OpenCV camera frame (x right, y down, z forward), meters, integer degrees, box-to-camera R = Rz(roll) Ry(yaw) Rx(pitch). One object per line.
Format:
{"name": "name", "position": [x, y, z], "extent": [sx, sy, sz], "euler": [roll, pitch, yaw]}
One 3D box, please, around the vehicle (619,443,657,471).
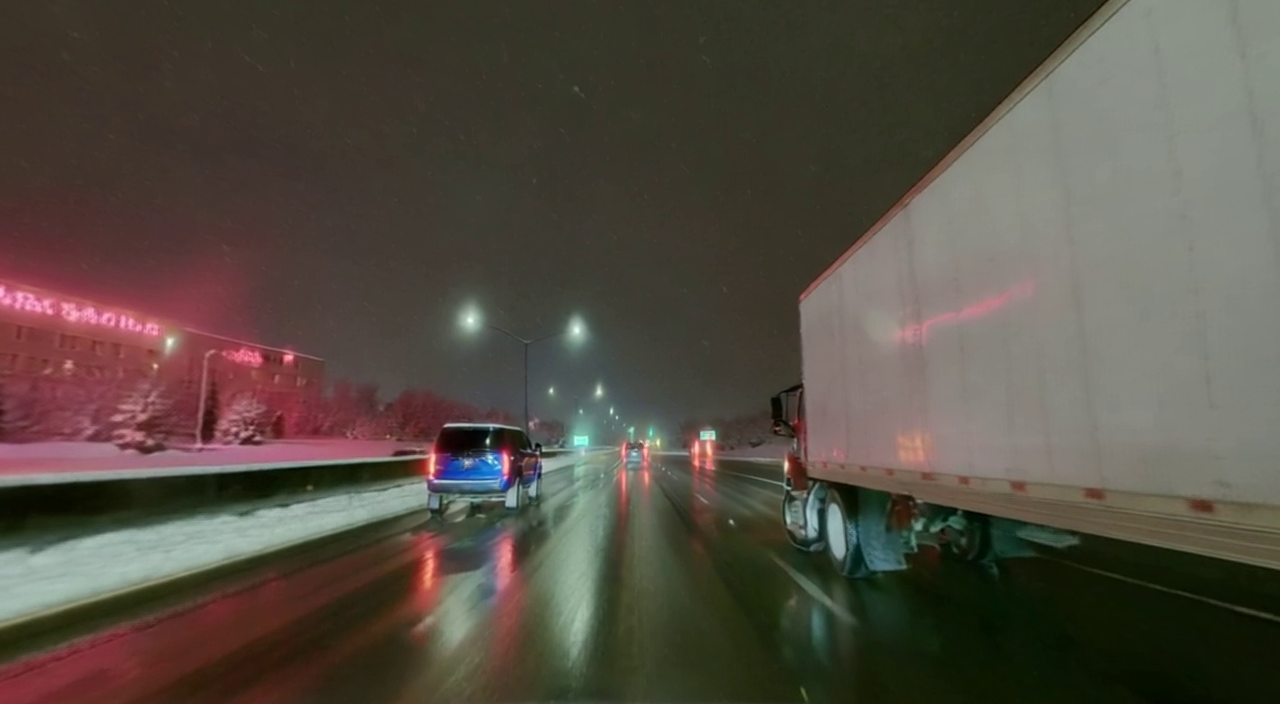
{"name": "vehicle", "position": [-0.122, 5.694, 34.495], "extent": [1.929, 1.395, 3.999], "euler": [0, -8, -1]}

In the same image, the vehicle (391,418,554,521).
{"name": "vehicle", "position": [-3.312, 2.436, 13.654], "extent": [2.229, 1.806, 4.698], "euler": [0, -8, 0]}

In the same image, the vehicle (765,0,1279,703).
{"name": "vehicle", "position": [3.365, 0.215, 3.626], "extent": [2.934, 3.325, 10.986], "euler": [0, -8, -1]}
